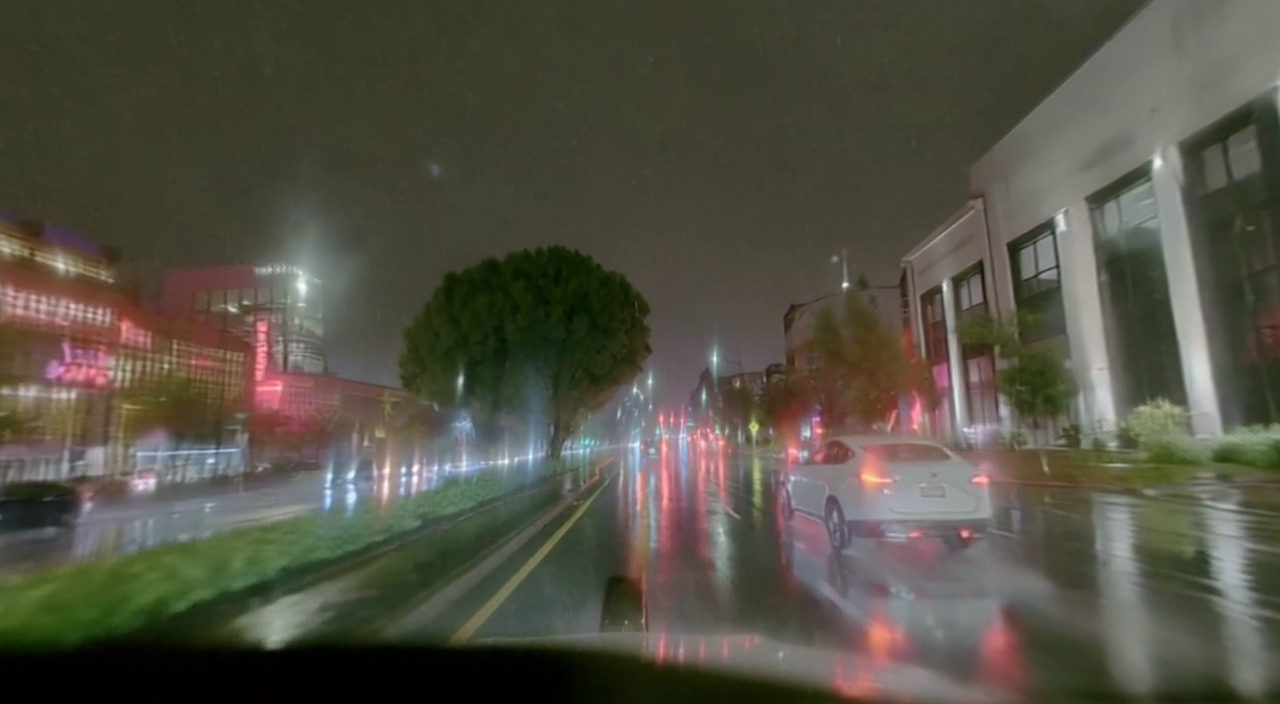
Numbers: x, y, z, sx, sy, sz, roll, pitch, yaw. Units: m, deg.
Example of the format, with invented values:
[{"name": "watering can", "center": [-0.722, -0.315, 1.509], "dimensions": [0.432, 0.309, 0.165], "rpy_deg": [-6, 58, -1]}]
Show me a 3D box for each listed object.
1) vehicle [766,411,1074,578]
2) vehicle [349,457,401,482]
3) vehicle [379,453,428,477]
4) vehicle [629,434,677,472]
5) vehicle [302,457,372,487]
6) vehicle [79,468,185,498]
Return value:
[{"name": "vehicle", "center": [3.179, 1.717, 8.493], "dimensions": [1.931, 1.591, 4.708], "rpy_deg": [0, -8, -1]}, {"name": "vehicle", "center": [-18.345, 8.104, 43.802], "dimensions": [1.786, 1.523, 4.309], "rpy_deg": [0, -8, -1]}, {"name": "vehicle", "center": [-18.363, 8.798, 49.157], "dimensions": [2.049, 1.678, 4.376], "rpy_deg": [0, -8, 0]}, {"name": "vehicle", "center": [0.557, 4.819, 30.217], "dimensions": [2.125, 1.669, 3.880], "rpy_deg": [0, -8, -1]}, {"name": "vehicle", "center": [-18.403, 7.281, 38.513], "dimensions": [1.853, 1.614, 4.514], "rpy_deg": [-1, -8, 2]}, {"name": "vehicle", "center": [-29.602, 7.641, 36.833], "dimensions": [4.483, 1.618, 1.829], "rpy_deg": [0, -8, -2]}]
